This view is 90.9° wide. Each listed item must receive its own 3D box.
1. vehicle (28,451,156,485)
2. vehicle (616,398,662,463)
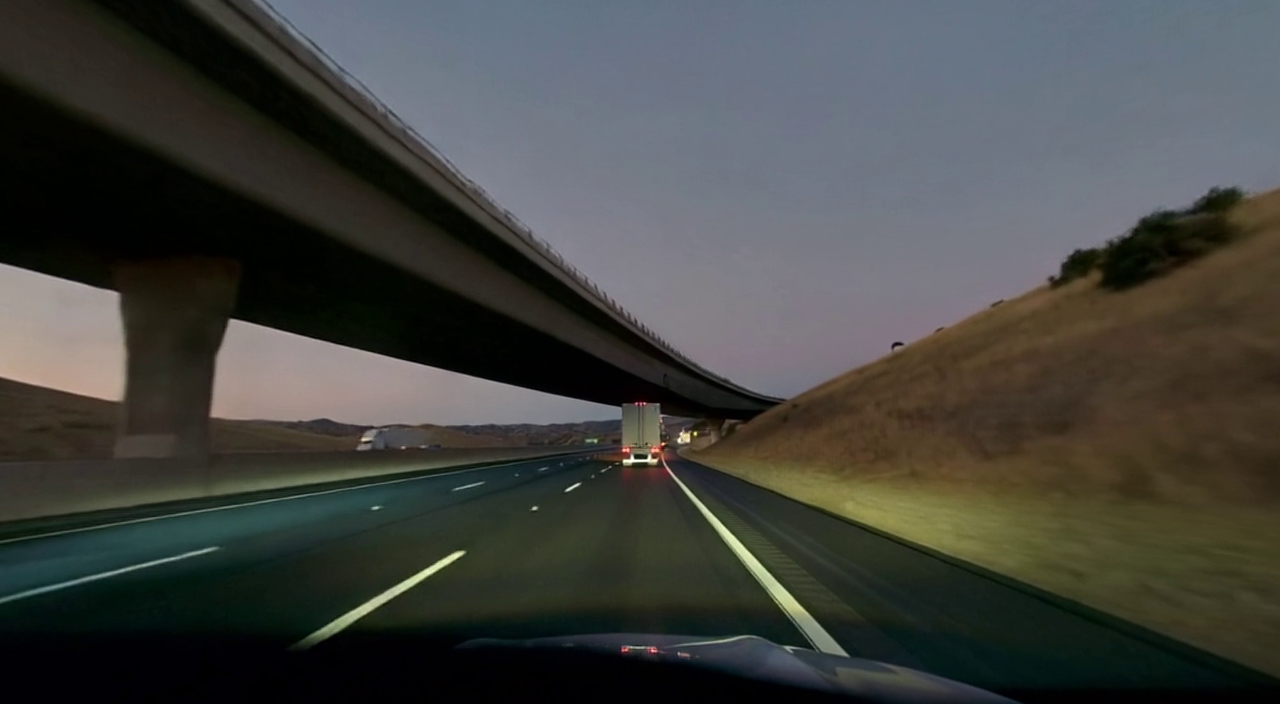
[{"bbox_3d":[-29.047,6.143,33.741,1.919,1.637,5.291,-1,-8,3],"label":"vehicle"},{"bbox_3d":[-0.073,5.698,44.676,2.866,4.014,11.261,0,-8,0],"label":"vehicle"}]
